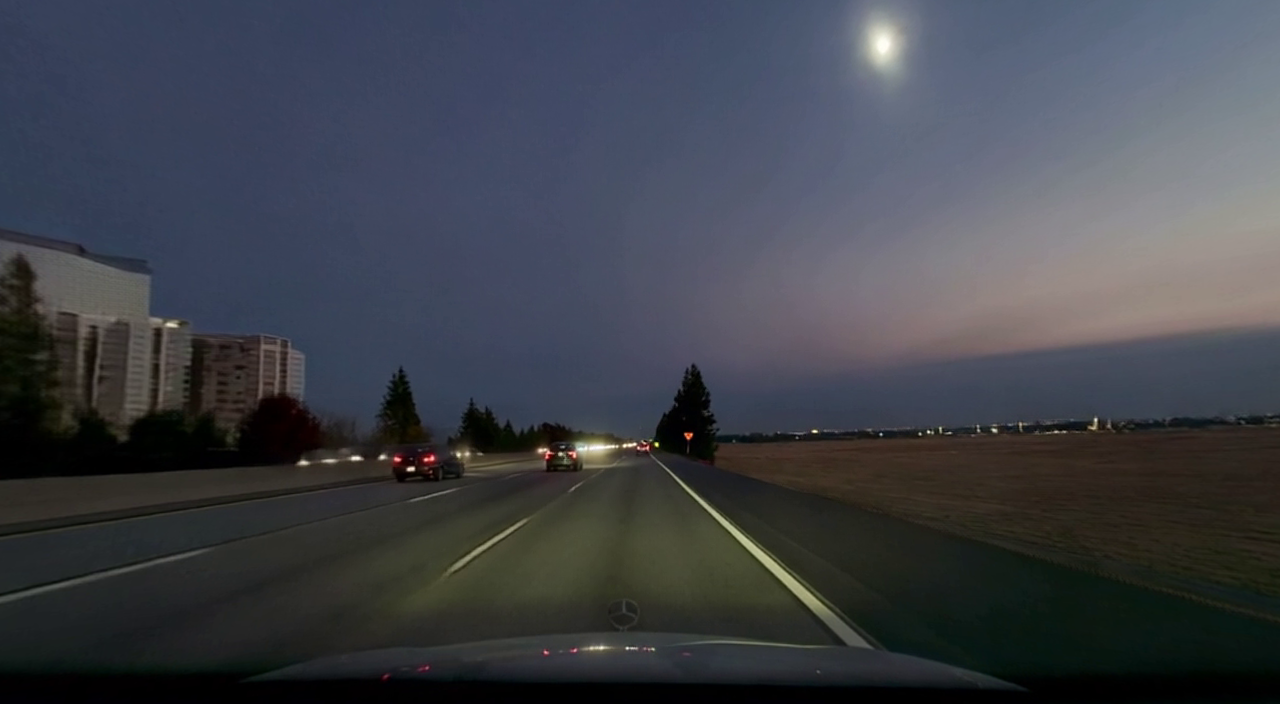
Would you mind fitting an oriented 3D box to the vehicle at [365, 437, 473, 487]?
[{"bbox_3d":[-7.534,3.786,22.011,2.034,1.523,4.627,0,-9,1],"label":"vehicle"}]

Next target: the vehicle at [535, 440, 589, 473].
[{"bbox_3d":[-3.954,5.383,32.671,2.083,1.588,4.801,0,-9,1],"label":"vehicle"}]

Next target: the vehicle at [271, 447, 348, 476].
[{"bbox_3d":[-18.926,6.263,36.340,1.959,1.514,4.519,0,-9,1],"label":"vehicle"}]
